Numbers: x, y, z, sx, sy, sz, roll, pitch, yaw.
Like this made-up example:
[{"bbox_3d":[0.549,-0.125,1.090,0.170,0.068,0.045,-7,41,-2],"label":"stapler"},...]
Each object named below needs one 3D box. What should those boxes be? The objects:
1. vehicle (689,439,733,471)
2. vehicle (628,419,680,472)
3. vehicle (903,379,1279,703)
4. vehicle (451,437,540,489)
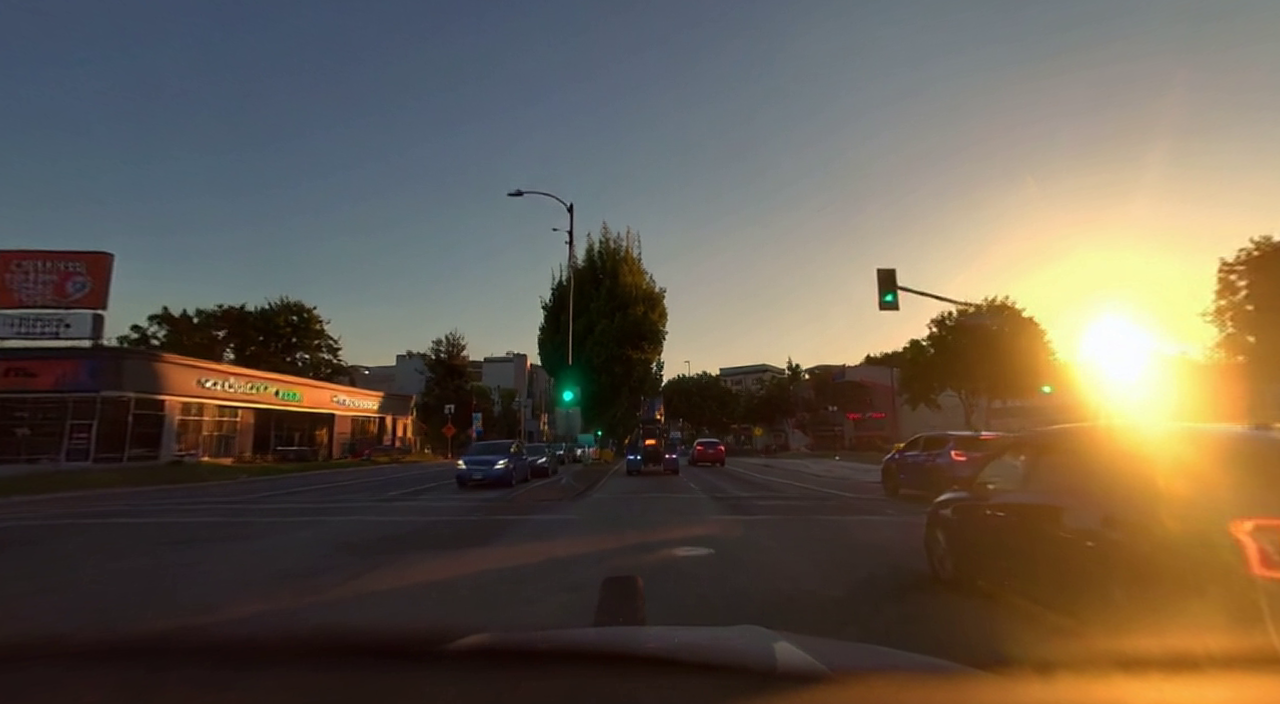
[{"bbox_3d":[4.072,5.942,36.720,2.025,1.754,4.311,0,-8,-1],"label":"vehicle"},{"bbox_3d":[0.663,4.854,32.931,2.370,2.518,3.858,-1,-7,-3],"label":"vehicle"},{"bbox_3d":[3.602,1.156,4.151,2.025,1.618,3.949,0,-8,0],"label":"vehicle"},{"bbox_3d":[-4.633,3.610,20.916,2.001,1.518,4.316,0,-8,-1],"label":"vehicle"}]
